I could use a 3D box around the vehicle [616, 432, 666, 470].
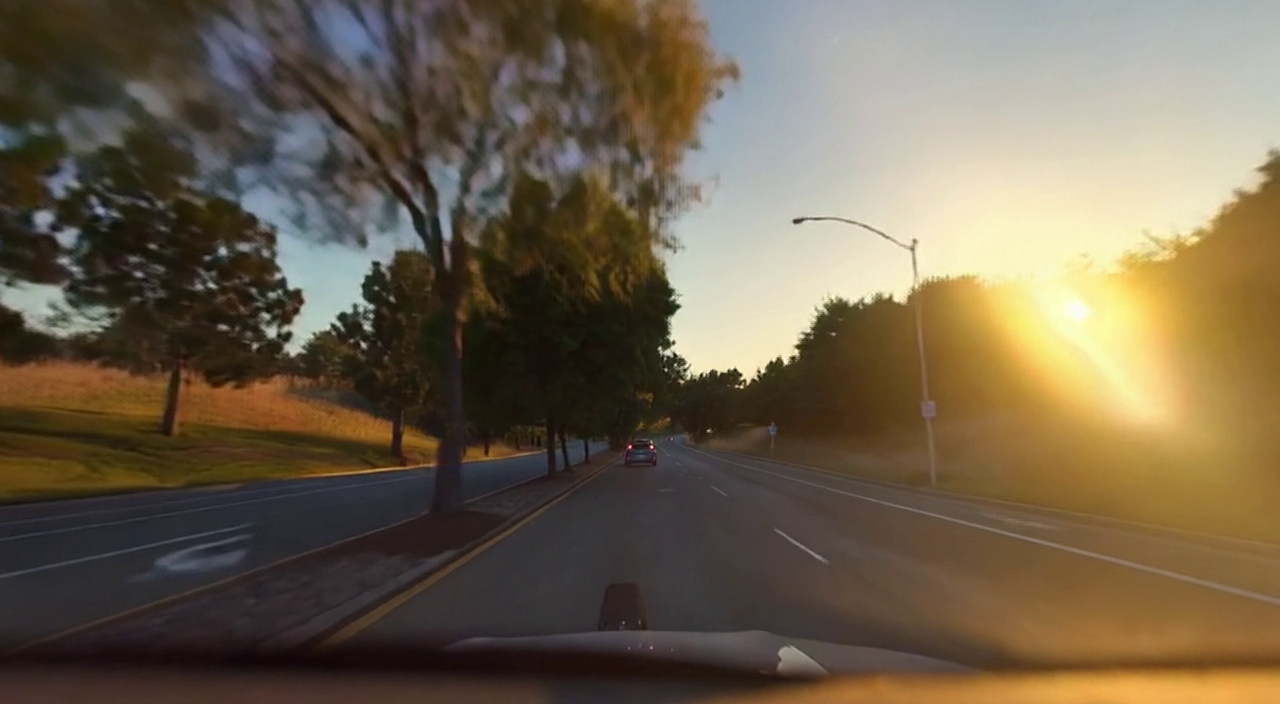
[{"bbox_3d":[0.089,4.815,30.619,2.256,1.734,4.176,0,-9,1],"label":"vehicle"}]
